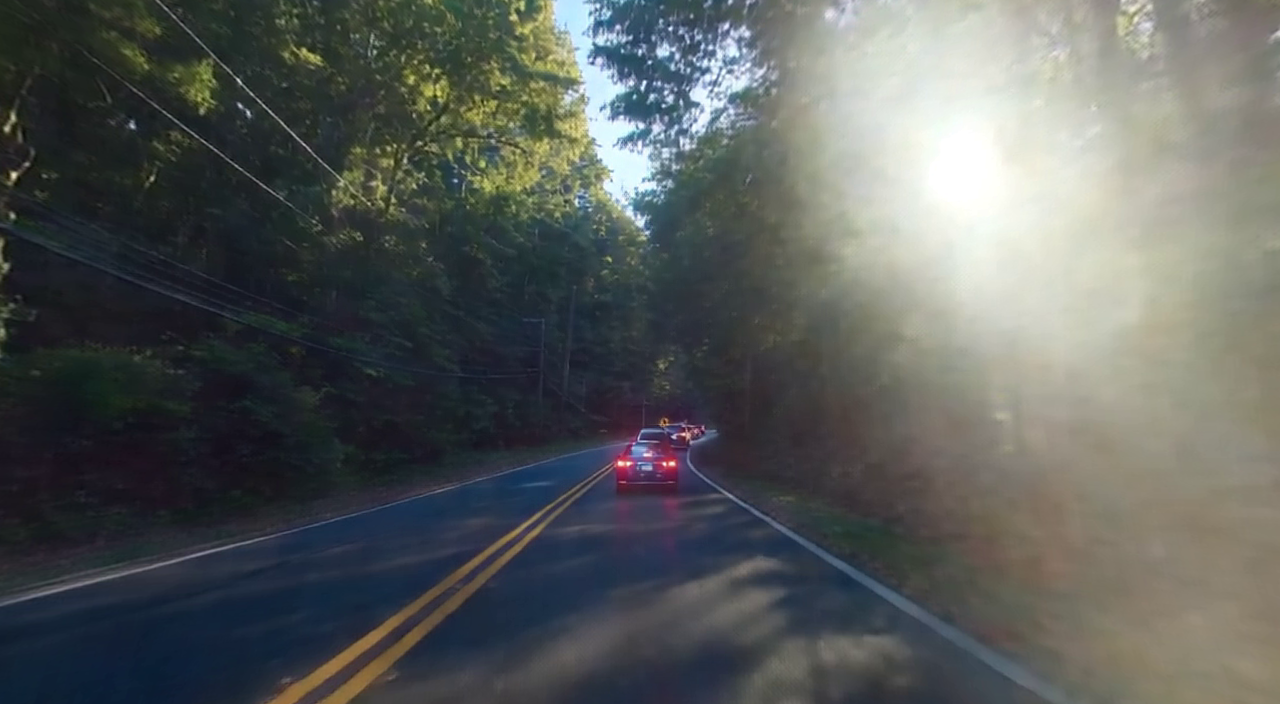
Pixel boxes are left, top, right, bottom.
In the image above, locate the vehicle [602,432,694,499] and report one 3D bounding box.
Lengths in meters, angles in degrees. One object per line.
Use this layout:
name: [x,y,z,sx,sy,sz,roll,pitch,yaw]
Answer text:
vehicle: [0.169,2.856,16.206,2.081,1.503,3.726,0,-8,-1]
